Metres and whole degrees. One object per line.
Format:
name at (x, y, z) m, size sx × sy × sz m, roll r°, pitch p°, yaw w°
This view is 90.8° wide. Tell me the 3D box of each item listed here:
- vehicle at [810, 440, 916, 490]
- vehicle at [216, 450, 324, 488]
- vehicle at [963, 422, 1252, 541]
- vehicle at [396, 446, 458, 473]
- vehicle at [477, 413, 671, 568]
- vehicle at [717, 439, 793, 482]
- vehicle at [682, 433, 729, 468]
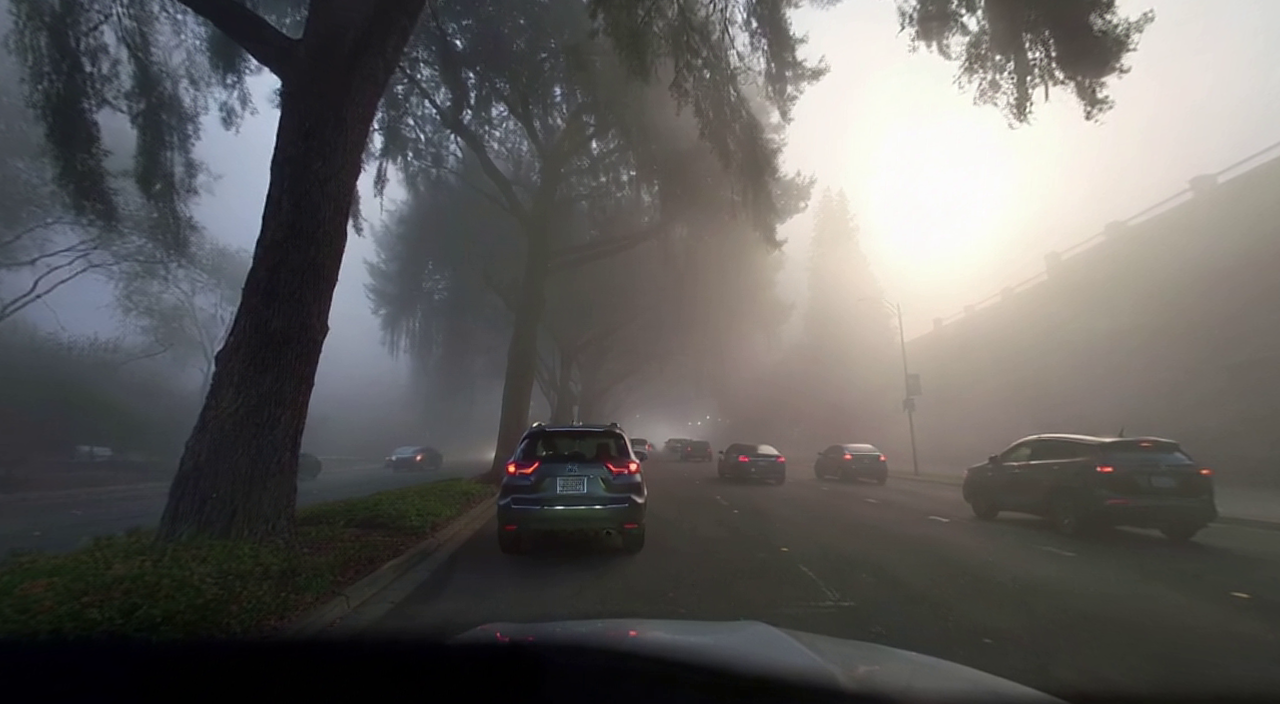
vehicle at (7.276, 3.699, 21.103) m, size 1.977 × 1.485 × 4.308 m, roll 0°, pitch -8°, yaw 0°
vehicle at (-15.848, 4.998, 27.389) m, size 1.900 × 1.467 × 4.609 m, roll 0°, pitch -8°, yaw 0°
vehicle at (7.974, 2.220, 11.481) m, size 2.168 × 1.709 × 4.289 m, roll -1°, pitch -8°, yaw 5°
vehicle at (-12.150, 6.153, 36.356) m, size 1.981 × 1.463 × 4.395 m, roll 0°, pitch -8°, yaw 1°
vehicle at (-0.872, 1.786, 8.842) m, size 2.106 × 1.655 × 3.717 m, roll 1°, pitch -8°, yaw -5°
vehicle at (4.257, 4.086, 24.193) m, size 2.175 × 1.477 × 4.520 m, roll 0°, pitch -8°, yaw 2°
vehicle at (3.687, 5.680, 36.475) m, size 2.114 × 1.846 × 4.659 m, roll 0°, pitch -8°, yaw -1°
